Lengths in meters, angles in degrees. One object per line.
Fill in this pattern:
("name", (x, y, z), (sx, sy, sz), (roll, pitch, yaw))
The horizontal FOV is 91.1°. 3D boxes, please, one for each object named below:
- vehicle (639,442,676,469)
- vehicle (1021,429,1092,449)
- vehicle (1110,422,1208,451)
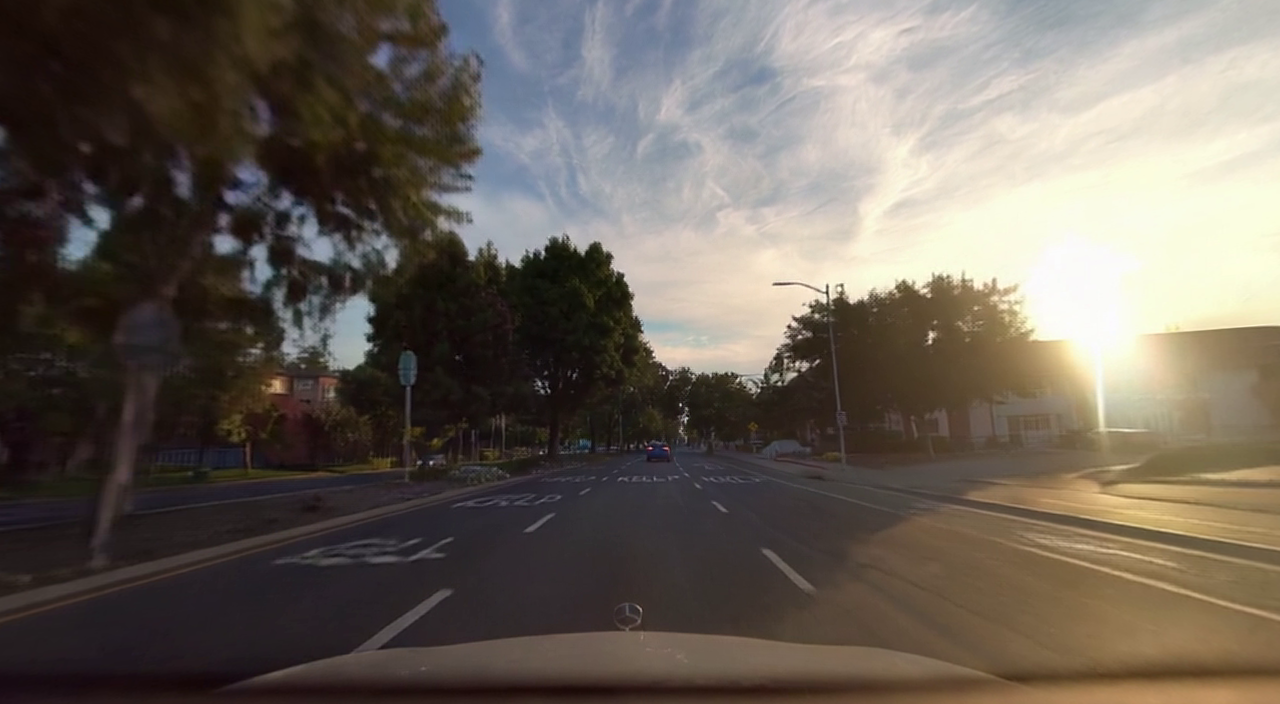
("vehicle", (1.046, 6.334, 38.553), (2.144, 1.505, 4.128), (-1, -9, 1))
("vehicle", (32.182, 6.762, 48.533), (4.002, 1.501, 2.000), (0, -9, 0))
("vehicle", (31.521, 5.181, 38.213), (4.051, 1.475, 1.949), (-3, -9, 2))
